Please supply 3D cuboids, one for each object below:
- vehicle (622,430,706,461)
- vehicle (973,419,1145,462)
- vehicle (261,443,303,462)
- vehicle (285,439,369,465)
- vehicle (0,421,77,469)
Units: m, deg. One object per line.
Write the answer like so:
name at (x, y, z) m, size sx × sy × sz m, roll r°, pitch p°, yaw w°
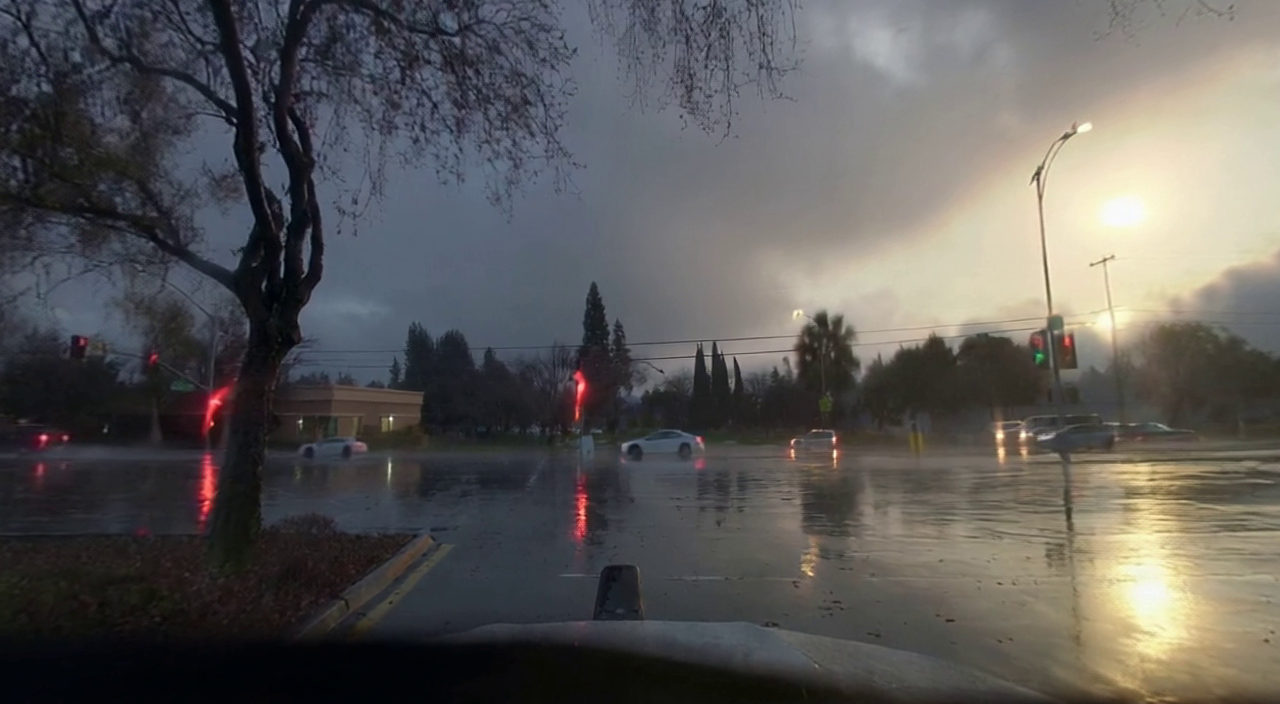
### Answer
vehicle at (1.404, 5.374, 36.164) m, size 4.590 × 1.701 × 1.881 m, roll -2°, pitch -9°, yaw 11°
vehicle at (15.044, 3.212, 22.937) m, size 4.749 × 1.461 × 1.892 m, roll -1°, pitch -9°, yaw 9°
vehicle at (-28.040, 7.866, 49.634) m, size 2.235 × 1.417 × 4.272 m, roll 3°, pitch -9°, yaw -22°
vehicle at (-19.642, 6.276, 39.728) m, size 4.370 × 1.592 × 1.886 m, roll -2°, pitch -9°, yaw 10°
vehicle at (-44.488, 6.563, 44.499) m, size 7.790 × 3.197 × 2.653 m, roll -2°, pitch -9°, yaw 10°
